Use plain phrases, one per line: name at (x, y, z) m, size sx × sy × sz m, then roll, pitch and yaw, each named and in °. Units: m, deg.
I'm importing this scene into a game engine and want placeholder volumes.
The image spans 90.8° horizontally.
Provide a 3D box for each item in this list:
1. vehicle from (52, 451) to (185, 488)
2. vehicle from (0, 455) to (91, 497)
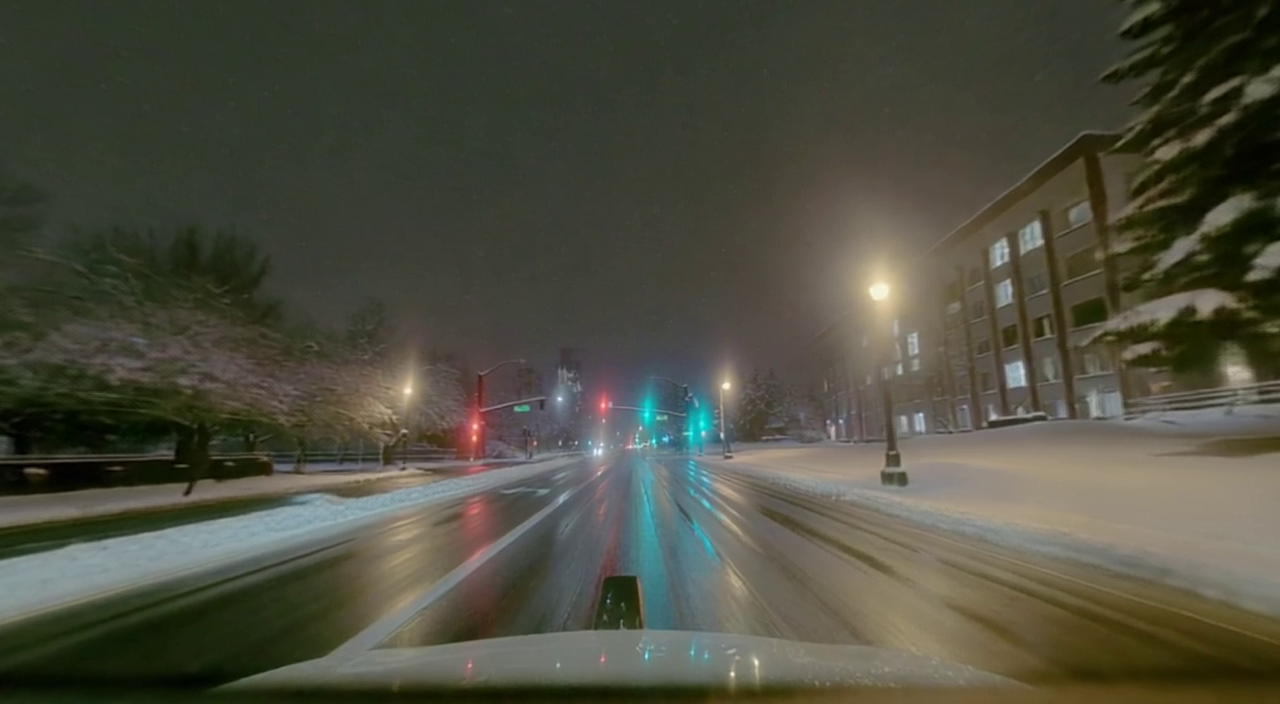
vehicle at (-24.593, 5.531, 29.954) m, size 4.377 × 1.668 × 1.977 m, roll 1°, pitch -8°, yaw -6°
vehicle at (-24.687, 4.806, 24.588) m, size 4.600 × 1.506 × 2.143 m, roll 0°, pitch -8°, yaw 1°
